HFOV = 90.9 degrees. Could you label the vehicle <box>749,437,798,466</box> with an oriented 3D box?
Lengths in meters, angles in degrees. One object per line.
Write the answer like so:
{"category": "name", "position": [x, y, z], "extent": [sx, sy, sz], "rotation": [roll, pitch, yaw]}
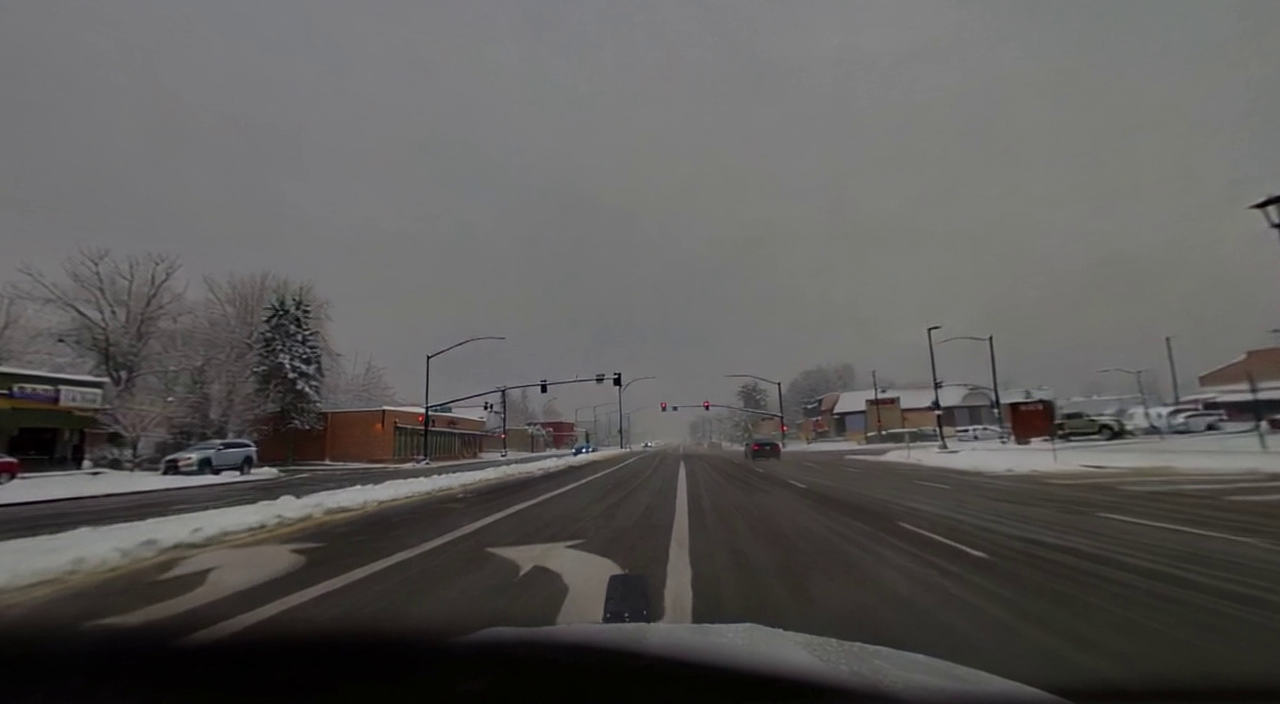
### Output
{"category": "vehicle", "position": [7.481, 5.618, 35.651], "extent": [2.038, 1.528, 4.259], "rotation": [-1, -9, 3]}

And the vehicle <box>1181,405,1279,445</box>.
{"category": "vehicle", "position": [28.800, 3.475, 29.880], "extent": [4.326, 1.788, 1.984], "rotation": [-1, -9, 2]}

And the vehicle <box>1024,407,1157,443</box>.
{"category": "vehicle", "position": [29.745, 4.887, 41.845], "extent": [6.608, 2.249, 2.726], "rotation": [-1, -9, 2]}

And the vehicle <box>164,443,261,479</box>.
{"category": "vehicle", "position": [-28.473, 7.248, 42.298], "extent": [2.298, 2.186, 5.973], "rotation": [0, -9, 1]}
